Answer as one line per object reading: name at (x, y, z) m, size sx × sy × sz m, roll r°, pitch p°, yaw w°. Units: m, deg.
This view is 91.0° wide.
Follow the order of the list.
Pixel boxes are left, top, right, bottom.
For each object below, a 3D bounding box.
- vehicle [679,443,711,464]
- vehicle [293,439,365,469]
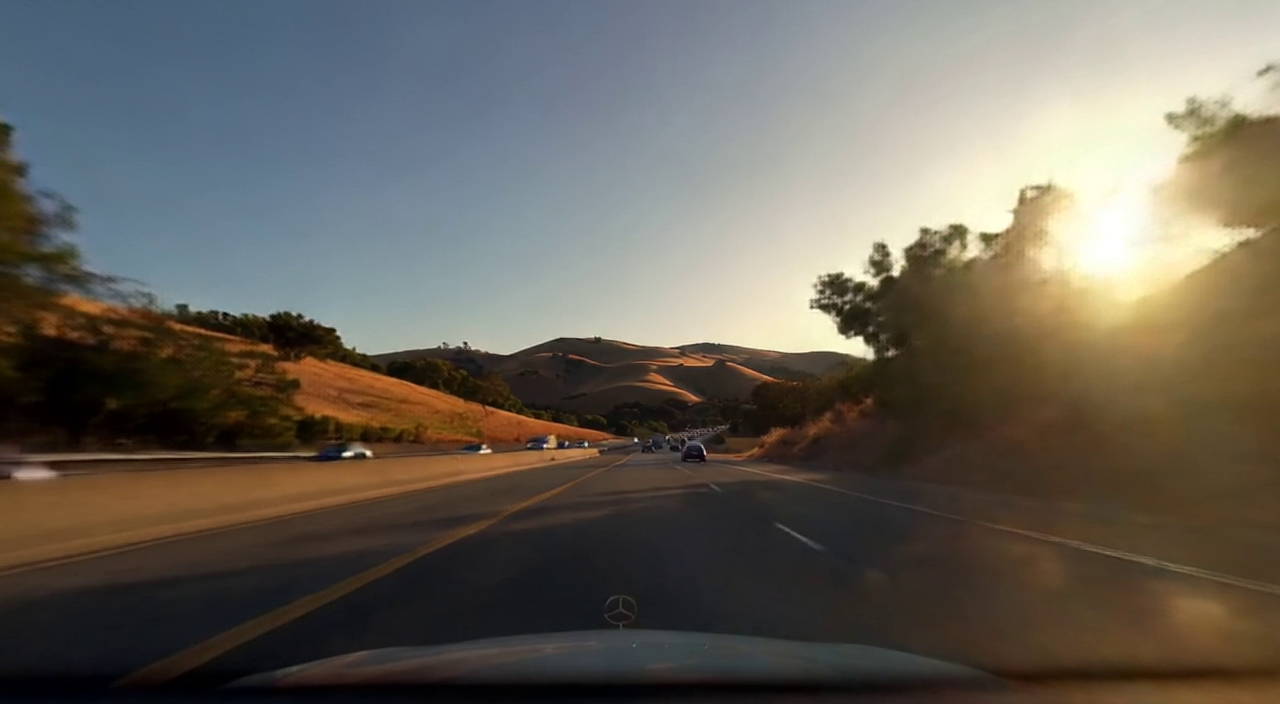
vehicle at (4.199, 7.771, 48.452) m, size 1.943 × 1.490 × 4.246 m, roll 0°, pitch -8°, yaw -1°
vehicle at (-19.218, 6.301, 39.136) m, size 1.966 × 1.693 × 4.555 m, roll 0°, pitch -8°, yaw 3°
